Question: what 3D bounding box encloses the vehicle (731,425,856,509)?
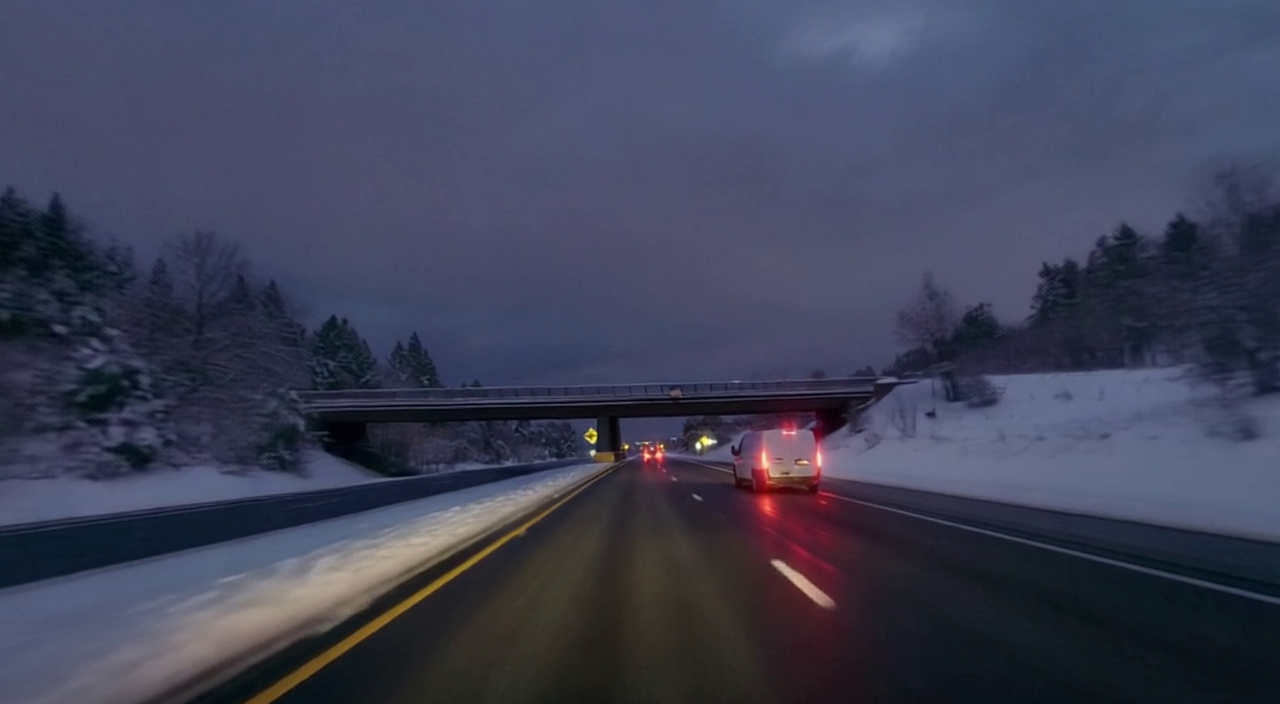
[{"bbox_3d":[4.085,3.192,17.913,2.152,1.998,5.380,0,-9,0],"label":"vehicle"}]
